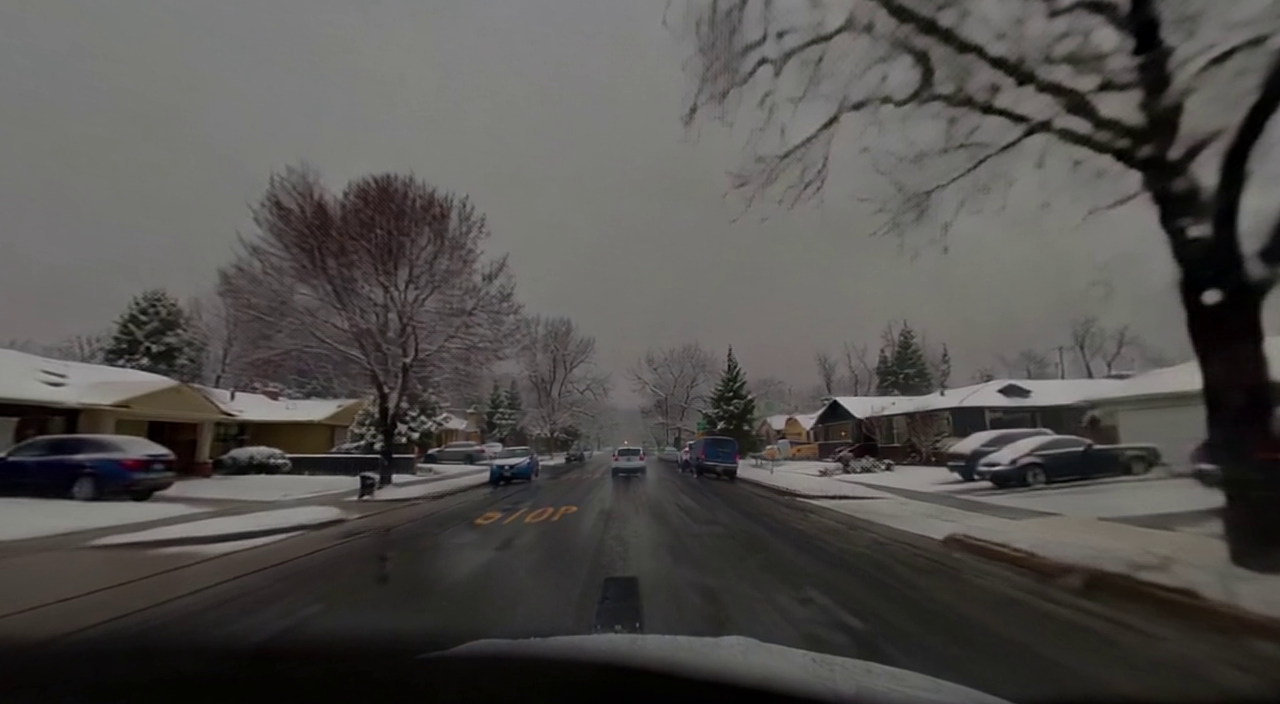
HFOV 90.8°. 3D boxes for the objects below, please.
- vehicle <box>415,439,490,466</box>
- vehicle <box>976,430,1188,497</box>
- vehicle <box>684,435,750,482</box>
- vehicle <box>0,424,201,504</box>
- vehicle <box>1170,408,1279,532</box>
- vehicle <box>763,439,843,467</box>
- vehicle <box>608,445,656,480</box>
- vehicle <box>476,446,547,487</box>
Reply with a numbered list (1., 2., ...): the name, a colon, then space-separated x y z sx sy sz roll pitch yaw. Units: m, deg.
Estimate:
1. vehicle: -13.573 7.290 45.915 4.836 1.831 1.982 0 -9 -2
2. vehicle: 11.512 2.893 16.669 4.157 1.520 1.938 -1 -8 -4
3. vehicle: 3.436 4.903 29.247 2.221 1.960 4.927 0 -9 -2
4. vehicle: -13.156 2.568 14.621 4.551 1.700 1.920 0 -9 2
5. vehicle: 11.975 1.730 10.440 4.620 1.735 1.969 -6 -8 -4
6. vehicle: 10.807 6.681 42.051 4.730 1.504 1.894 -4 -8 0
7. vehicle: -0.360 4.904 28.258 2.000 1.449 4.006 0 -9 -1
8. vehicle: -5.450 4.895 27.388 1.984 1.498 4.508 -3 -8 2
